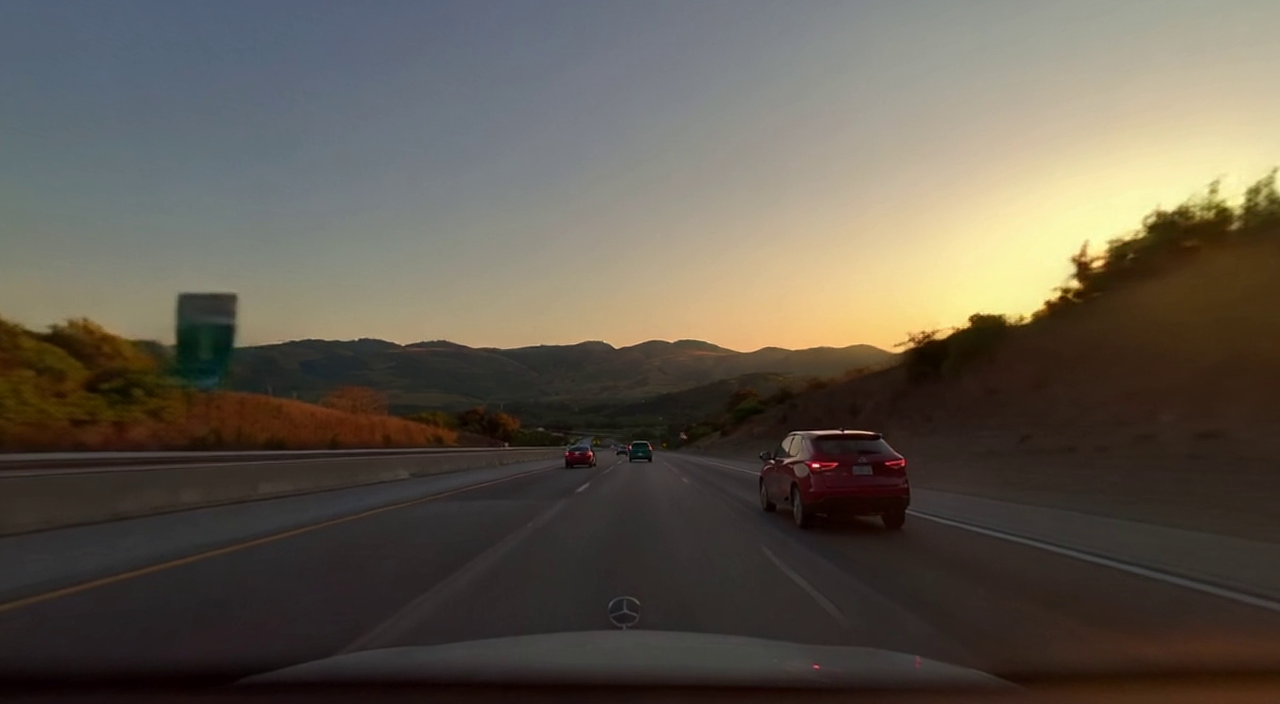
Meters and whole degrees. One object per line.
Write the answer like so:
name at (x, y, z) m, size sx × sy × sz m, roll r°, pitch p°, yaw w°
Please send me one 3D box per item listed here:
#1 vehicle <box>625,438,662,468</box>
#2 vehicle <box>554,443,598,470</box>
vehicle at (0.251, 6.599, 41.217) m, size 2.272 × 1.836 × 4.866 m, roll 0°, pitch -8°, yaw 0°
vehicle at (-3.745, 6.182, 37.254) m, size 2.082 × 1.485 × 4.237 m, roll 0°, pitch -8°, yaw 1°
